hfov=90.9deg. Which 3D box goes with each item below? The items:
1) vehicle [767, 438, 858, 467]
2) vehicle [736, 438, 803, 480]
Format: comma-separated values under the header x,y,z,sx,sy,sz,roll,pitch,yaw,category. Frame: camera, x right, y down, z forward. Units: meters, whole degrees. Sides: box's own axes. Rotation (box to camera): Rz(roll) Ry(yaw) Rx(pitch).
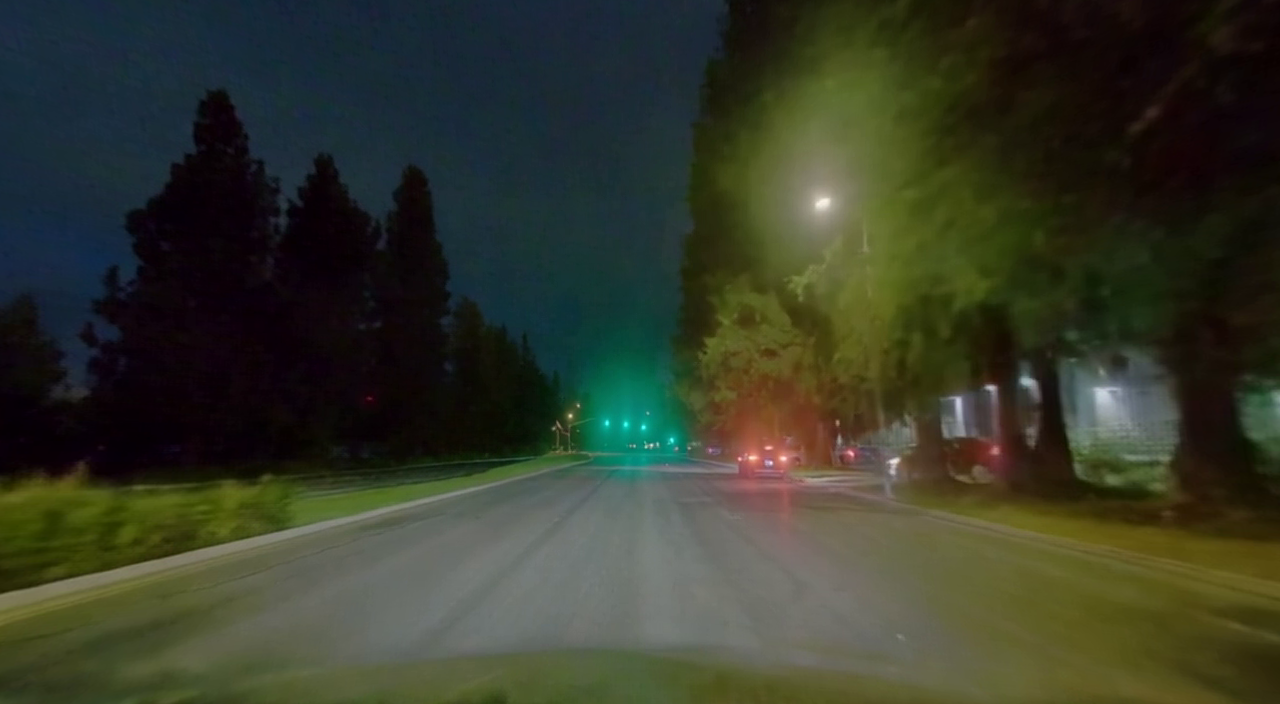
x,y,z,sx,sy,sz,roll,pitch,yaw,category
10.361,6.106,38.158,4.879,1.701,2.095,0,-10,3,vehicle
5.667,4.744,28.243,2.057,1.688,4.596,0,-8,0,vehicle
